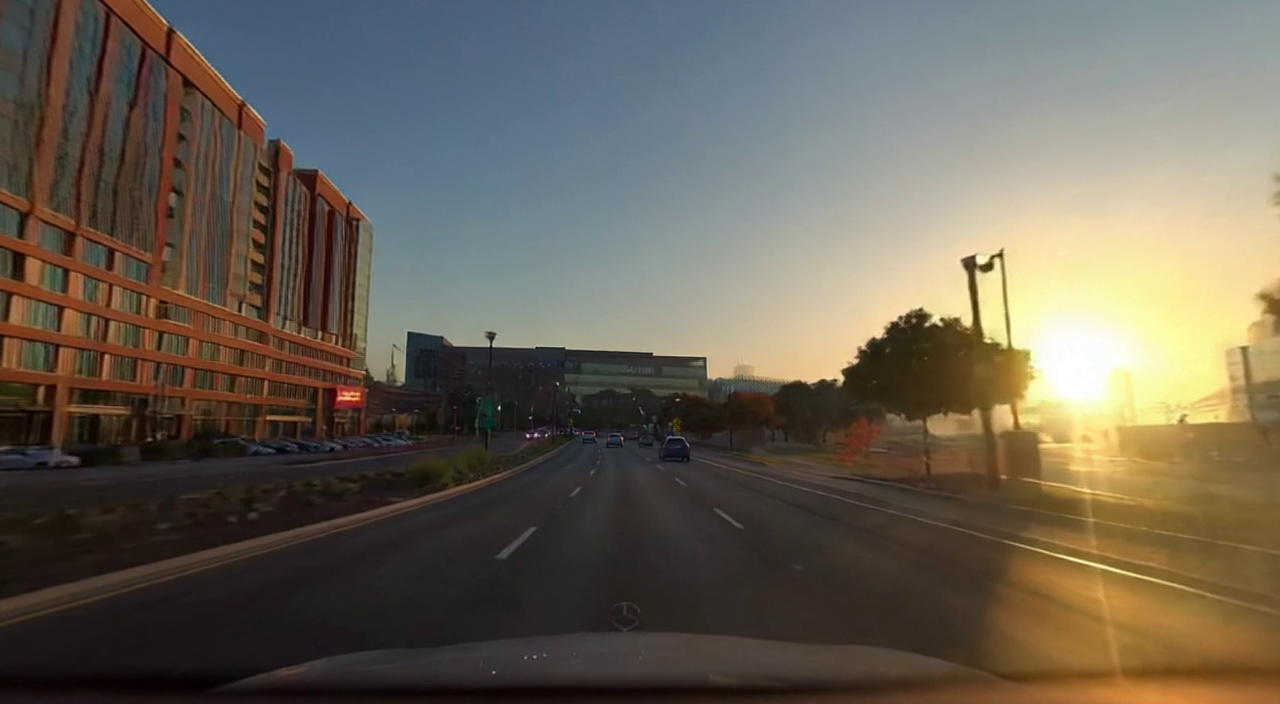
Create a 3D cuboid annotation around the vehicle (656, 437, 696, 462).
[{"bbox_3d":[2.251,6.248,40.634,2.090,1.506,4.382,0,-8,-3],"label":"vehicle"}]
